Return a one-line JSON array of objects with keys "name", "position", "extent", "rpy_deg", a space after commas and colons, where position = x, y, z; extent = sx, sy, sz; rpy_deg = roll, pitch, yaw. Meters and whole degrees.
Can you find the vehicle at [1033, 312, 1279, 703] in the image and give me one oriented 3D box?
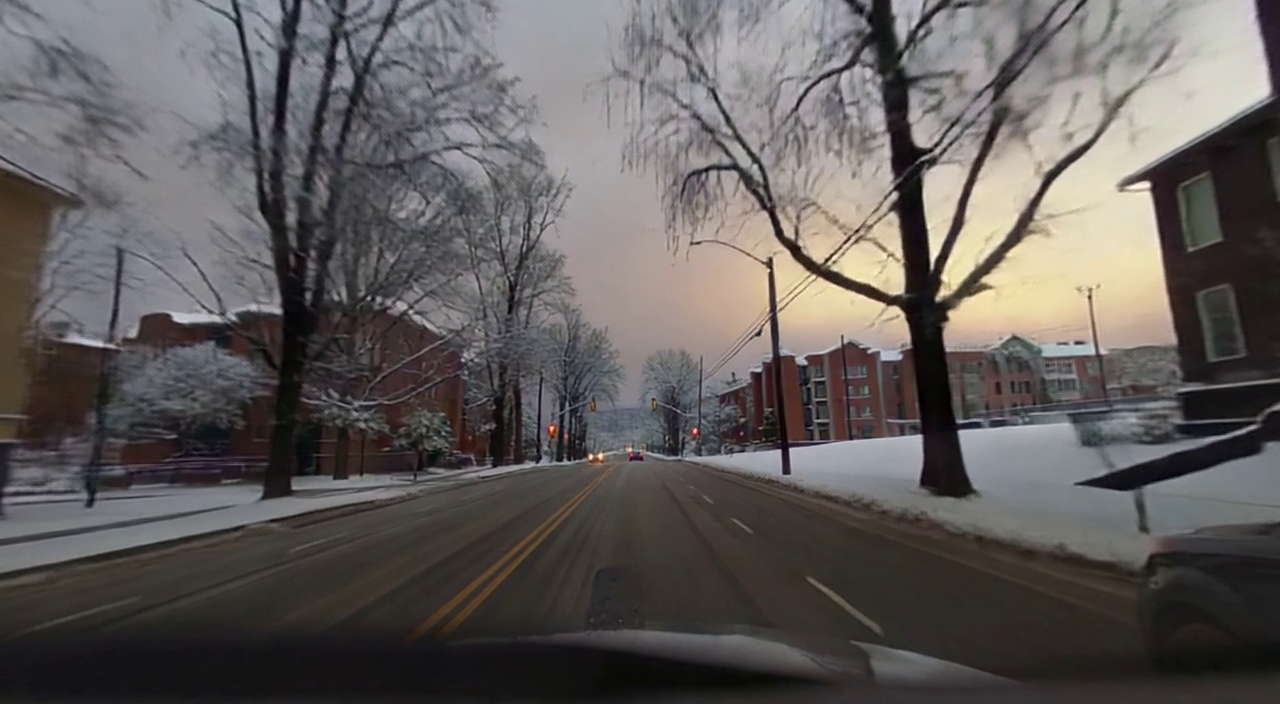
[{"name": "vehicle", "position": [3.163, 0.578, 0.754], "extent": [2.224, 1.791, 4.834], "rpy_deg": [0, -9, 0]}]
